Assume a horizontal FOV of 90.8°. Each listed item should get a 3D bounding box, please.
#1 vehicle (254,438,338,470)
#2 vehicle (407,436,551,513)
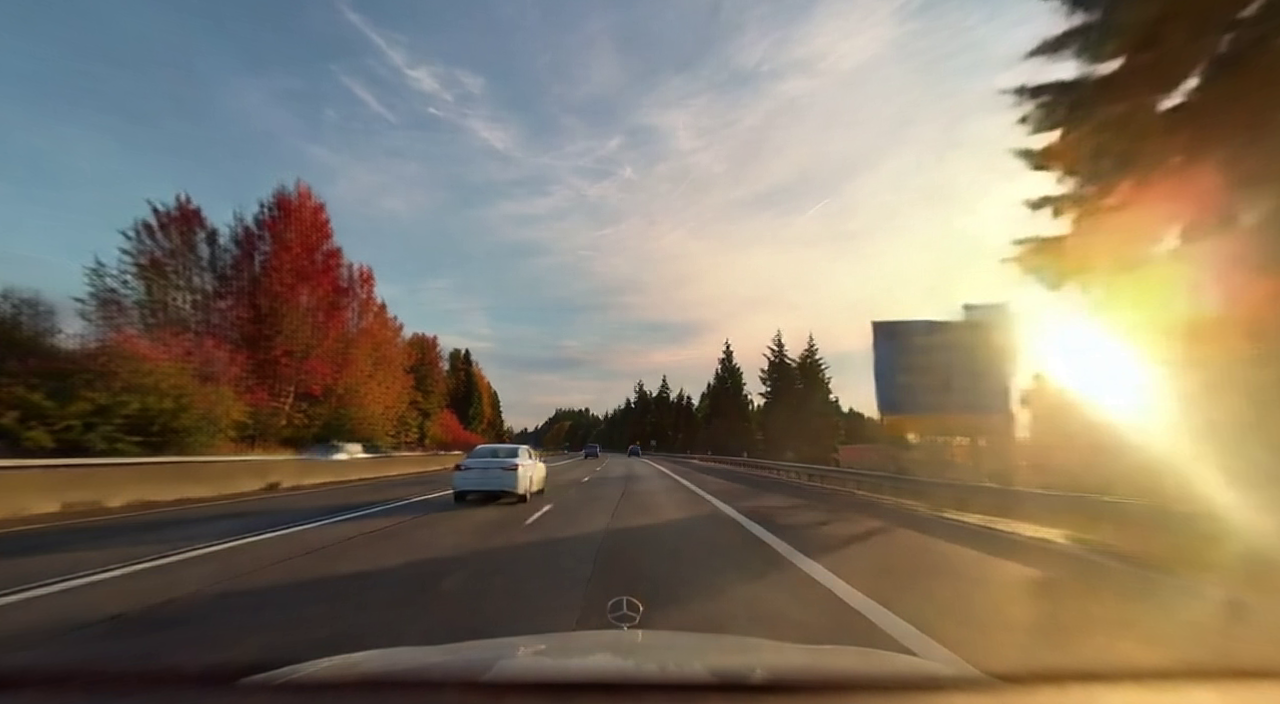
[{"bbox_3d":[-17.827,5.304,32.934,1.921,1.526,4.441,0,-9,-1],"label":"vehicle"},{"bbox_3d":[-3.679,2.914,15.555,2.184,1.574,5.004,0,-9,0],"label":"vehicle"}]
